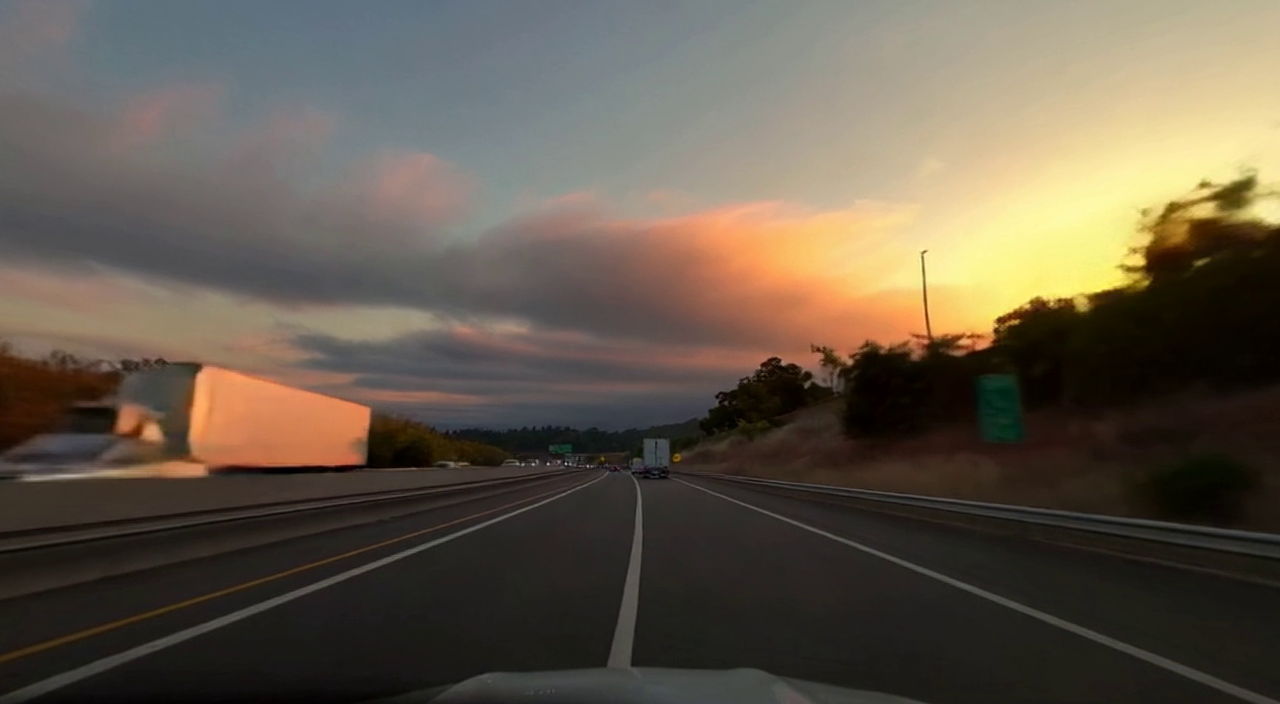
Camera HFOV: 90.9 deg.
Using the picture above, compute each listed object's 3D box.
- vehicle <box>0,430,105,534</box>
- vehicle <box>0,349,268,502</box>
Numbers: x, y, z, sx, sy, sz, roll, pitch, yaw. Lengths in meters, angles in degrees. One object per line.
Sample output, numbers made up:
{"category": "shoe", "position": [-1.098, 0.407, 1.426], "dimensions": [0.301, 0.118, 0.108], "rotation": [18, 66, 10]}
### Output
{"category": "vehicle", "position": [-10.908, 1.910, 9.311], "dimensions": [1.919, 1.589, 4.558], "rotation": [1, -11, 0]}
{"category": "vehicle", "position": [-15.260, 2.442, 19.797], "dimensions": [3.462, 4.089, 5.413], "rotation": [1, -11, 1]}
